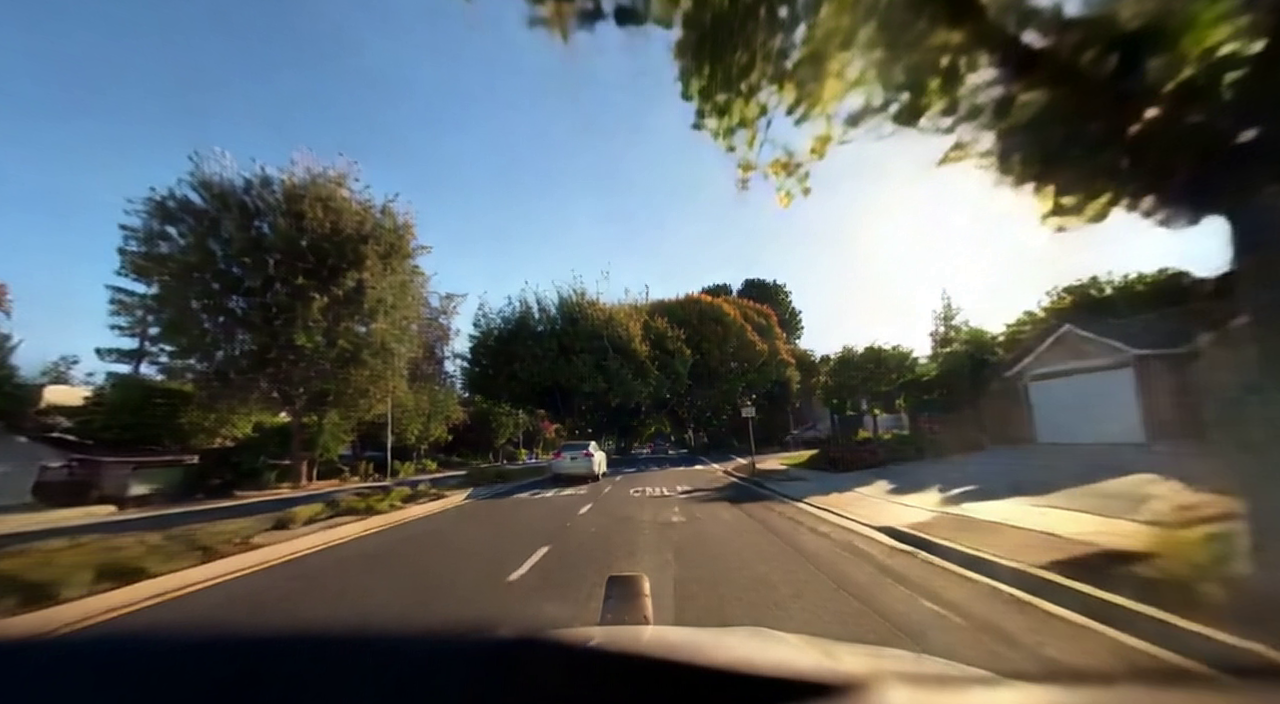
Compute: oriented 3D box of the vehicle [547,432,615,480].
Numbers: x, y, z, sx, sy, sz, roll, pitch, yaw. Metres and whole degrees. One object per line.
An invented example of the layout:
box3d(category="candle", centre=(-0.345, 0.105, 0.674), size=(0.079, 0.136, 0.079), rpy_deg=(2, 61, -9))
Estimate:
box3d(category="vehicle", centre=(-2.262, 4.155, 25.415), size=(2.190, 1.766, 4.394), rpy_deg=(0, -8, 2))
